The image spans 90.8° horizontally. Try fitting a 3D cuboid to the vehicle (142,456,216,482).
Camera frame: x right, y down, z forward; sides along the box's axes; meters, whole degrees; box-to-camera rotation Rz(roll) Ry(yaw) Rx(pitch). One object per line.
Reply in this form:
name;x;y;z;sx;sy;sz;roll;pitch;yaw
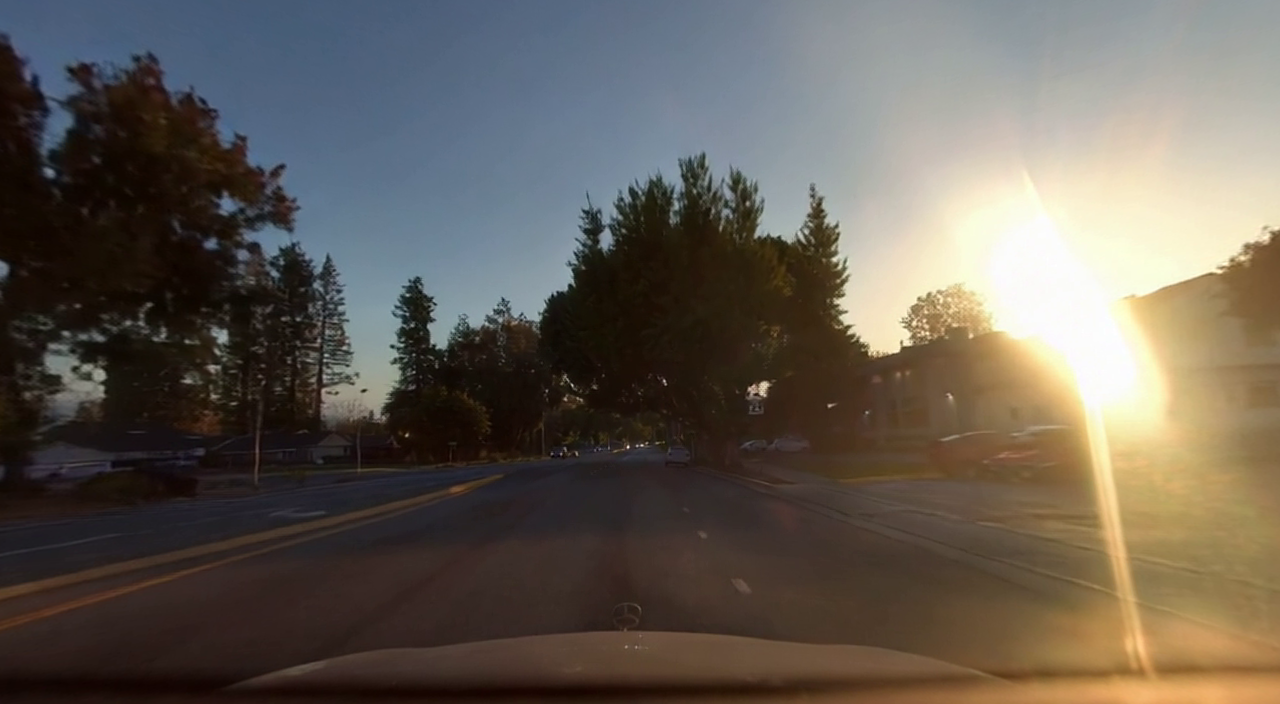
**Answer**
vehicle;-36.081;9.144;49.640;2.007;1.822;4.919;-1;-8;2
